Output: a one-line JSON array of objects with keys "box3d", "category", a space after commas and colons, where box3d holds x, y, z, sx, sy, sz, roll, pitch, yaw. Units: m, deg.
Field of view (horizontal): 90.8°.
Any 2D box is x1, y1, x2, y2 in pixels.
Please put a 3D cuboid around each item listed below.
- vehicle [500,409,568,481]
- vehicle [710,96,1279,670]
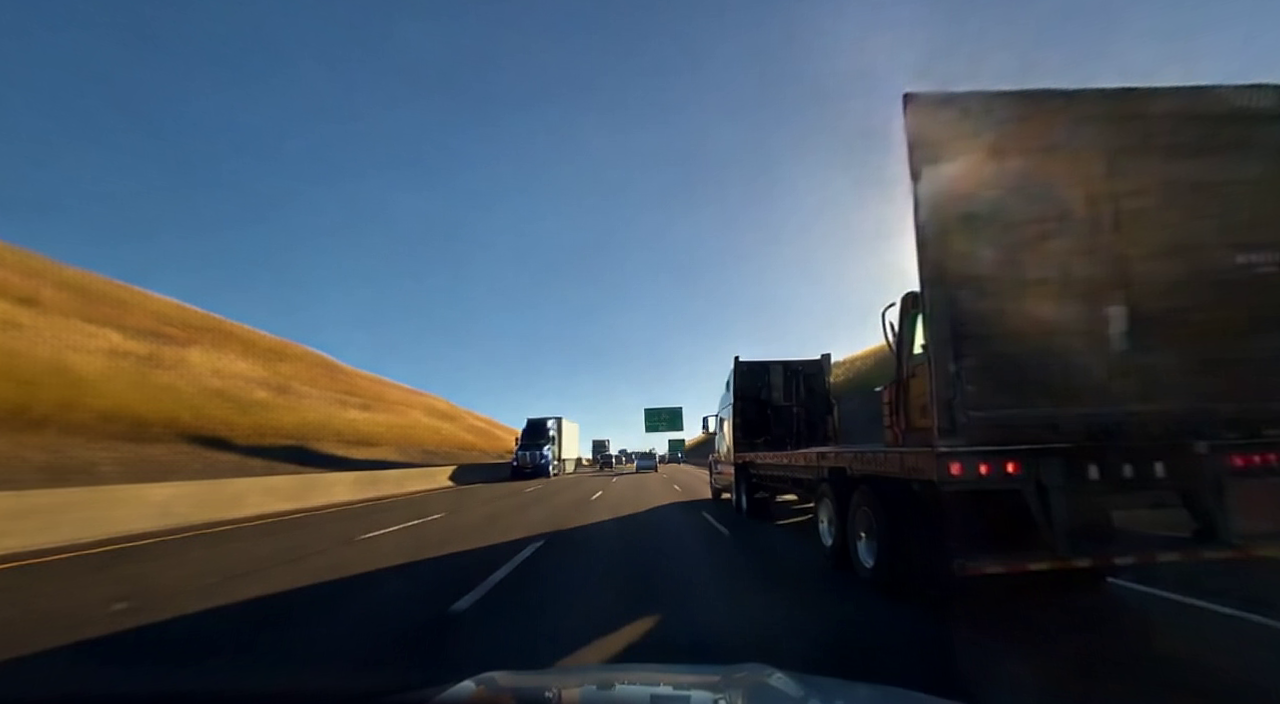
[{"box3d": [-6.287, 5.664, 38.333, 3.004, 3.974, 5.891, 0, -9, 1], "category": "vehicle"}, {"box3d": [3.498, 1.152, 11.387, 2.845, 4.071, 14.008, 0, -9, 0], "category": "vehicle"}]
